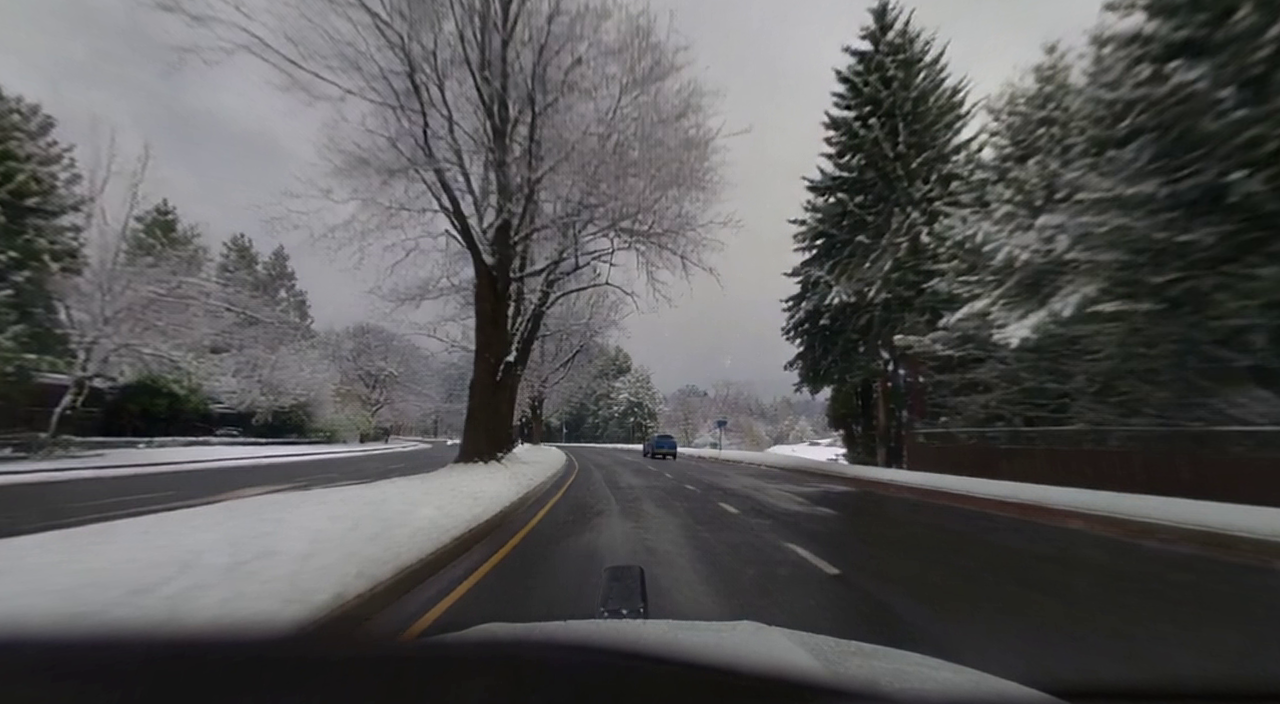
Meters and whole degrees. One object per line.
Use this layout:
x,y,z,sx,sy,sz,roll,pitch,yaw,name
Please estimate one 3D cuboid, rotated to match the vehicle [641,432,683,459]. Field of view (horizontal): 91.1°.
1.502,6.645,44.788,2.166,1.828,4.607,1,-8,-9,vehicle
